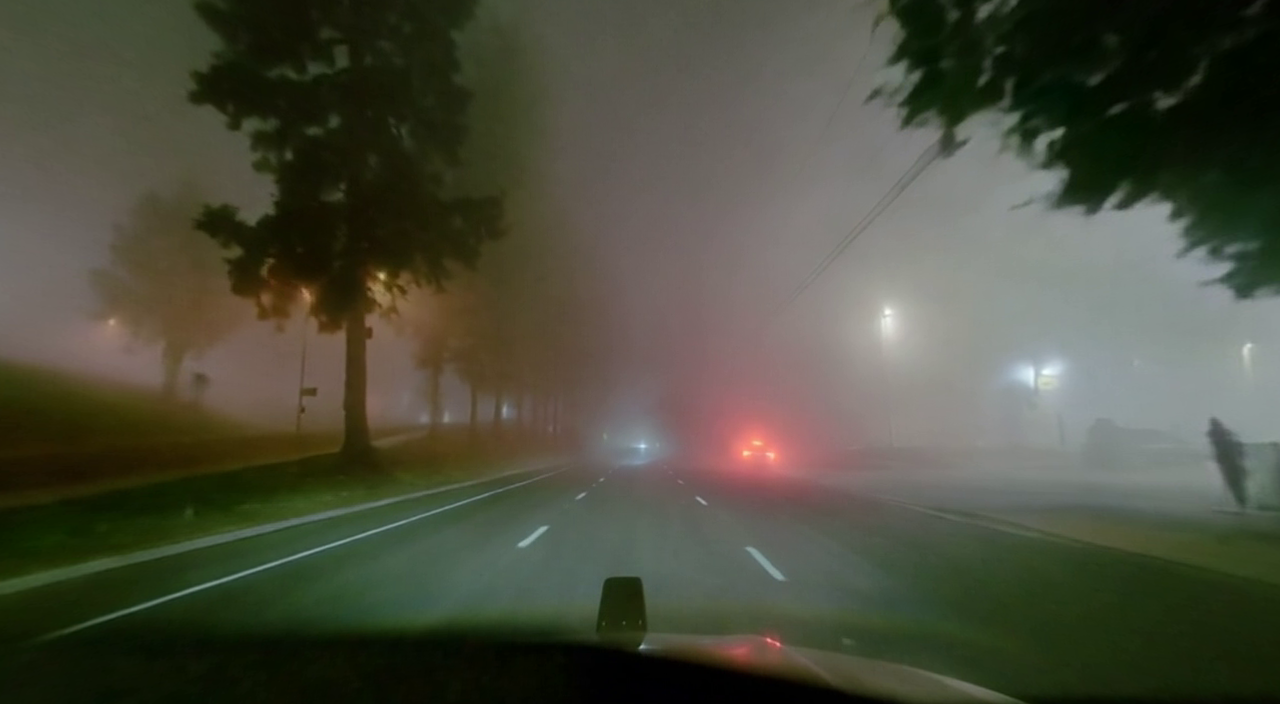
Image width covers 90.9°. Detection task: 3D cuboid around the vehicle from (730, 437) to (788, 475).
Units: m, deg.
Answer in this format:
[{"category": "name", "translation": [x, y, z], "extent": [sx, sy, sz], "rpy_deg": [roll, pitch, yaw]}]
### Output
[{"category": "vehicle", "translation": [6.049, 5.333, 32.714], "extent": [2.177, 1.788, 5.106], "rpy_deg": [0, -8, 2]}]

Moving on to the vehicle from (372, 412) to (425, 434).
[{"category": "vehicle", "translation": [-17.157, 5.108, 44.976], "extent": [1.960, 1.436, 4.584], "rpy_deg": [0, -8, 0]}]
